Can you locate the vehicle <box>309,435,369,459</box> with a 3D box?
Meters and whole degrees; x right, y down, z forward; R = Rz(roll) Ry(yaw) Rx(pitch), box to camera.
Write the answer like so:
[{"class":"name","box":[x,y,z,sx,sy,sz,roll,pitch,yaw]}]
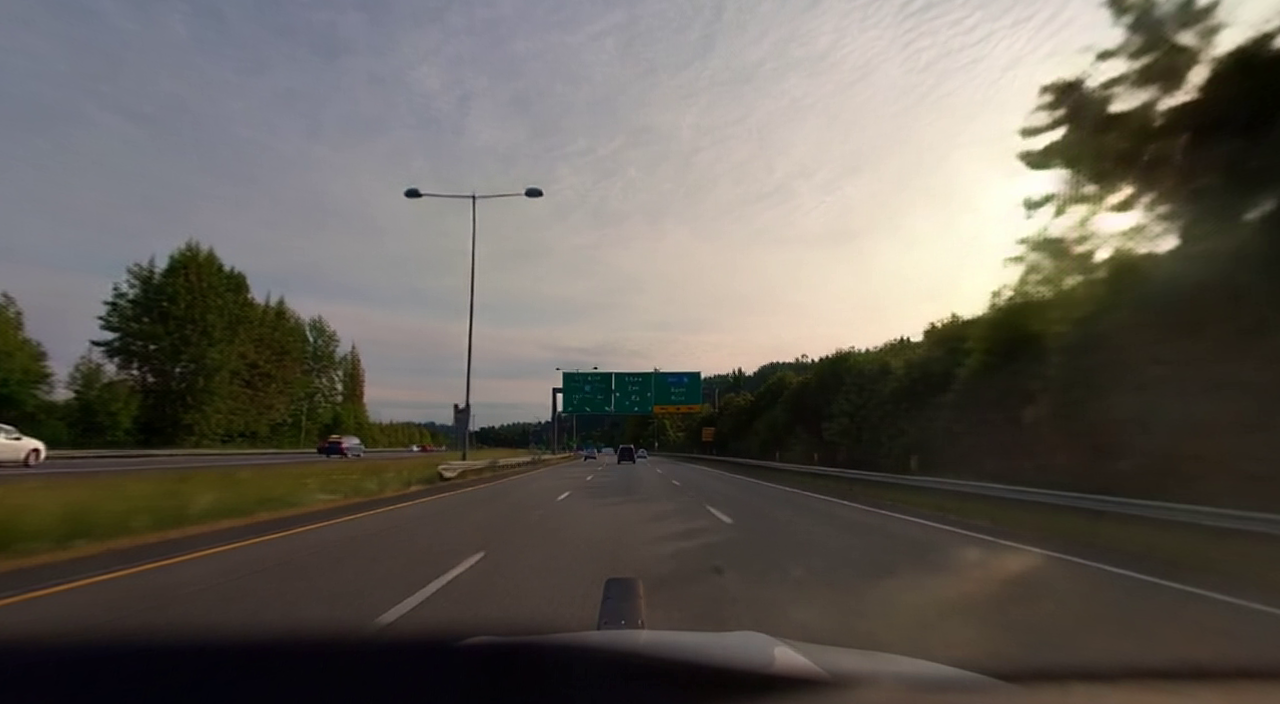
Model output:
[{"class":"vehicle","box":[-19.714,6.286,41.523,1.901,1.465,4.173,0,-9,0]}]
